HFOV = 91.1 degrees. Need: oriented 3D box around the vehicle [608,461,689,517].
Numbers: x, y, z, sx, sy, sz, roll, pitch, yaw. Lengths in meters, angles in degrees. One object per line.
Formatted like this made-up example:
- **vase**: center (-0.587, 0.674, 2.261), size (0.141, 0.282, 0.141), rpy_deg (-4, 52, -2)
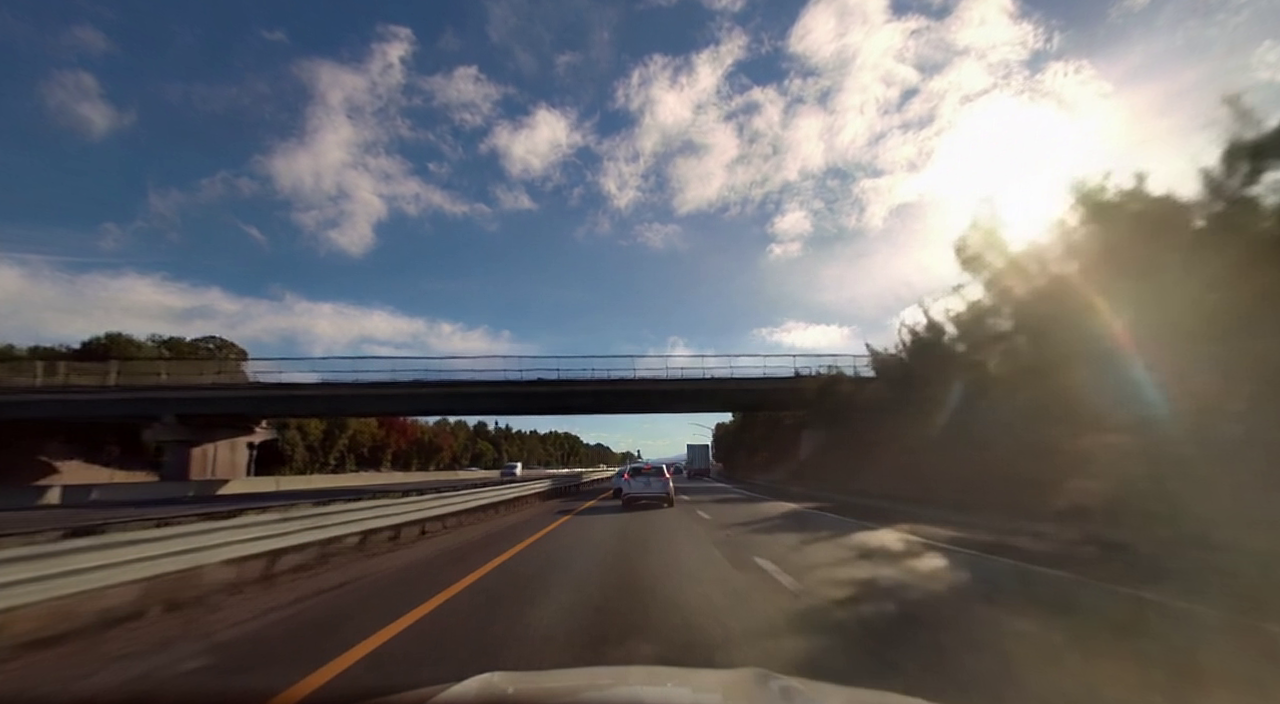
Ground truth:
- **vehicle**: center (0.224, 4.022, 18.695), size (2.156, 1.444, 3.762), rpy_deg (1, -11, 0)
